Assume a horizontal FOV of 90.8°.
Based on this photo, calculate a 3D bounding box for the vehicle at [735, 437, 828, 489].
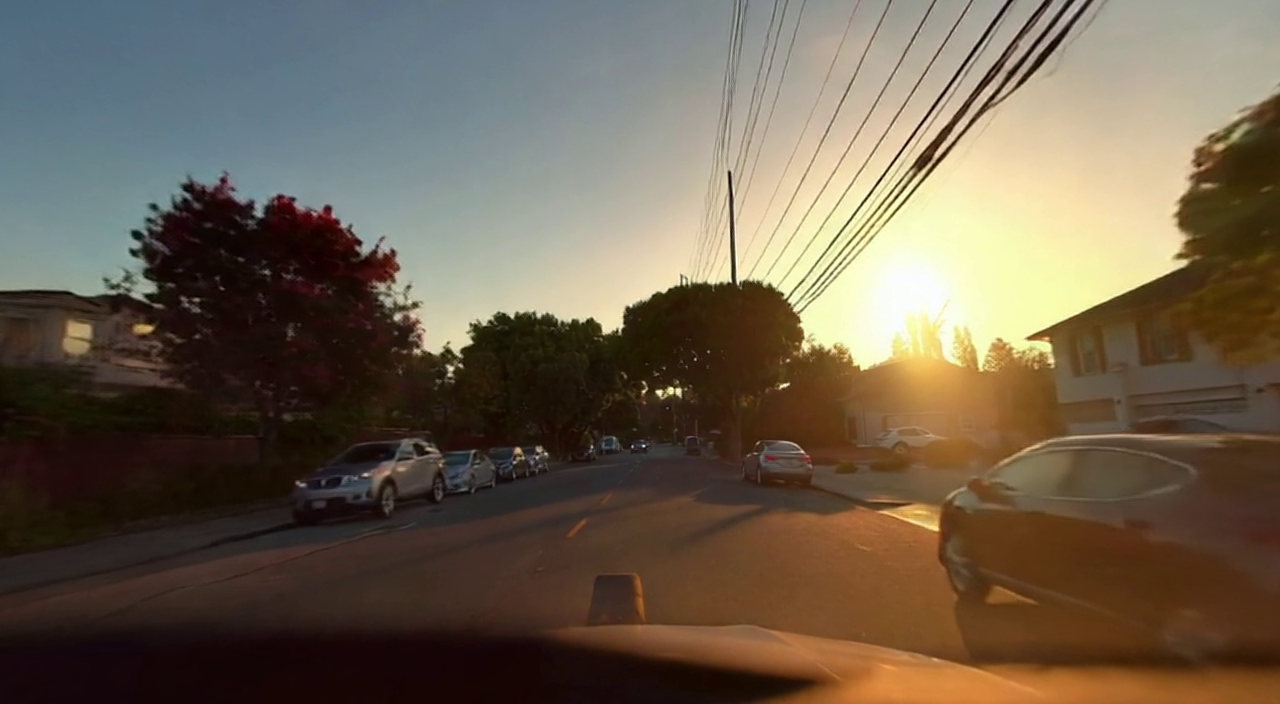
[{"bbox_3d":[4.504,3.616,20.995,2.108,1.493,4.878,0,-9,2],"label":"vehicle"}]

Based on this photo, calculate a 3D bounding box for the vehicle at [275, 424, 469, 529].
[{"bbox_3d":[-5.820,2.758,14.635,2.192,1.873,4.985,-3,-9,2],"label":"vehicle"}]

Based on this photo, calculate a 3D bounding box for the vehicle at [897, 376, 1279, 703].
[{"bbox_3d":[3.626,1.160,4.259,1.940,1.593,4.641,0,-9,2],"label":"vehicle"}]
